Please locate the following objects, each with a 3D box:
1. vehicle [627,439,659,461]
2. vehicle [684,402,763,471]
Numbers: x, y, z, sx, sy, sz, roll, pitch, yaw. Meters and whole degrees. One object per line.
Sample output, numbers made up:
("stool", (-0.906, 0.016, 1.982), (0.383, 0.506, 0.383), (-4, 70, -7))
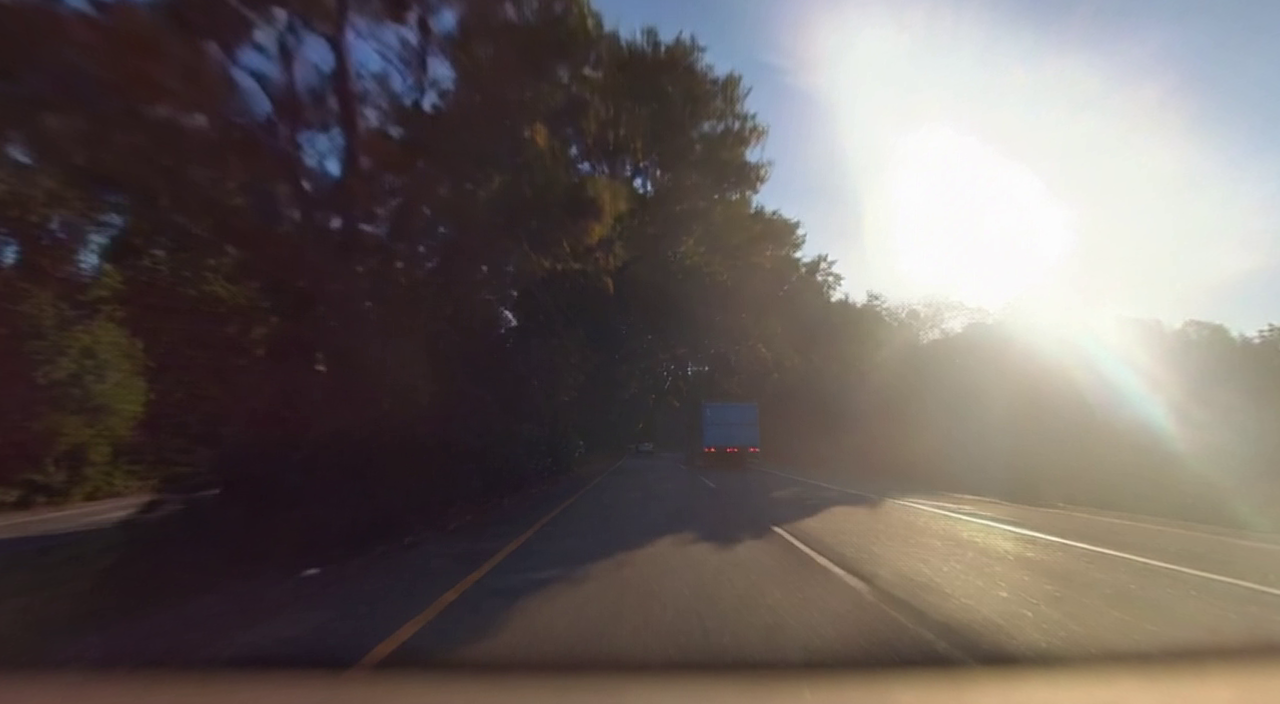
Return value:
("vehicle", (0.214, 7.010, 44.991), (2.170, 1.544, 4.373), (0, -9, 0))
("vehicle", (4.211, 4.564, 33.480), (3.015, 3.211, 7.982), (0, -9, -1))
